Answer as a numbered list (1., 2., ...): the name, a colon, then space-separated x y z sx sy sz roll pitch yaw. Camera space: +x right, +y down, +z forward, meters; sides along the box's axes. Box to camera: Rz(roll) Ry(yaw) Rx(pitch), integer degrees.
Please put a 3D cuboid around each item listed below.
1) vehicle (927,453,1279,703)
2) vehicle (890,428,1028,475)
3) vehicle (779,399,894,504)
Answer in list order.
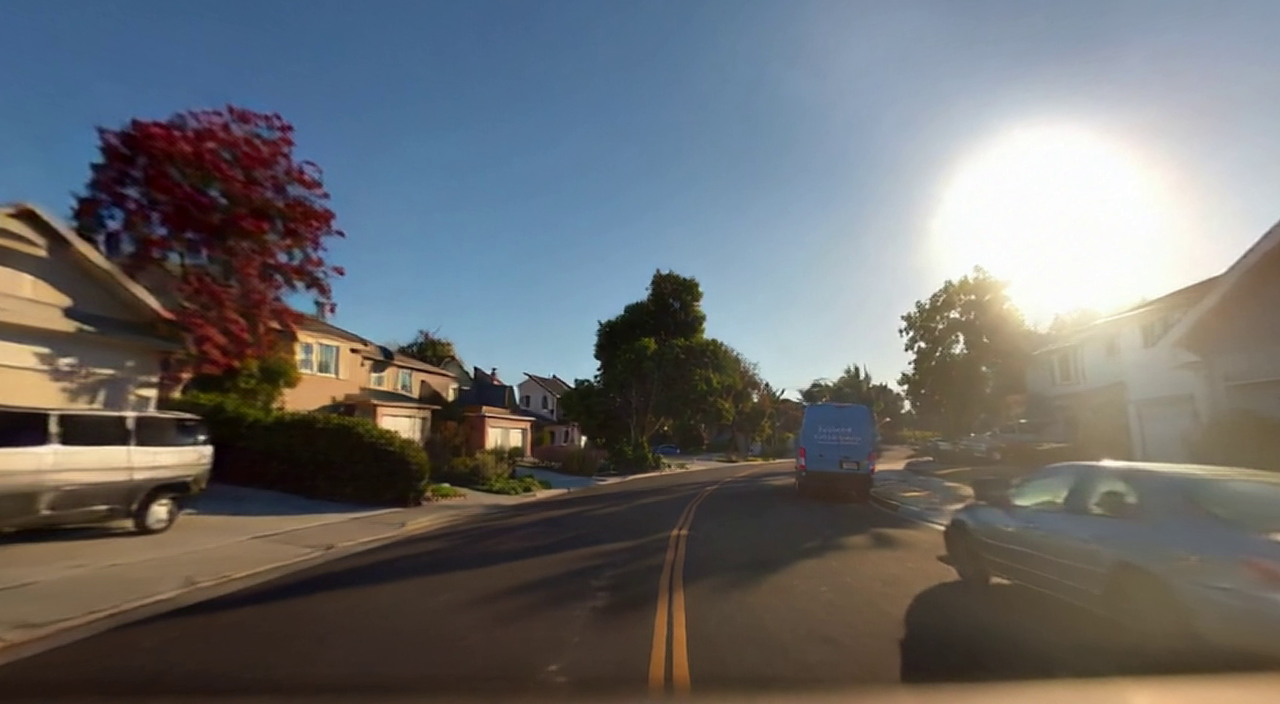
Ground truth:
1. vehicle: 3.973 1.446 4.674 1.835 1.349 4.285 -1 -9 3
2. vehicle: 13.577 4.329 27.216 4.791 1.472 2.114 -8 -12 12
3. vehicle: 5.853 3.089 19.826 2.684 2.712 6.197 -2 -9 11
